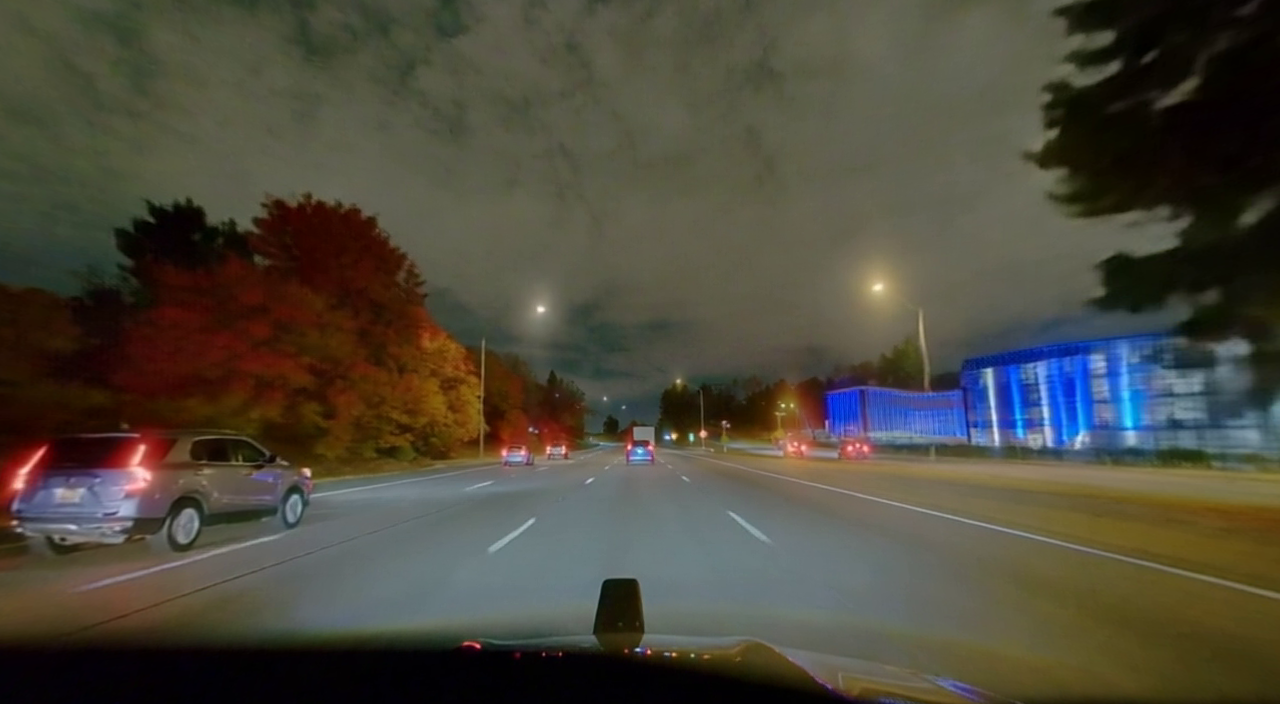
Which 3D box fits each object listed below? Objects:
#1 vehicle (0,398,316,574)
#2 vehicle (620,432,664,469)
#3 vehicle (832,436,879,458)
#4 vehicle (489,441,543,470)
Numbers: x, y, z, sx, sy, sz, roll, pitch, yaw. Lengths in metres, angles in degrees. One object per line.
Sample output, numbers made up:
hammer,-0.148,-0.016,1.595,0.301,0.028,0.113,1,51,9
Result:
vehicle,-7.126,1.779,9.170,2.146,1.834,4.999,0,-8,0
vehicle,0.094,5.388,34.583,2.245,1.863,4.801,0,-8,0
vehicle,16.942,7.509,49.751,2.019,1.657,4.582,0,-9,-1
vehicle,-6.885,5.823,35.501,2.074,1.495,4.643,0,-8,0
